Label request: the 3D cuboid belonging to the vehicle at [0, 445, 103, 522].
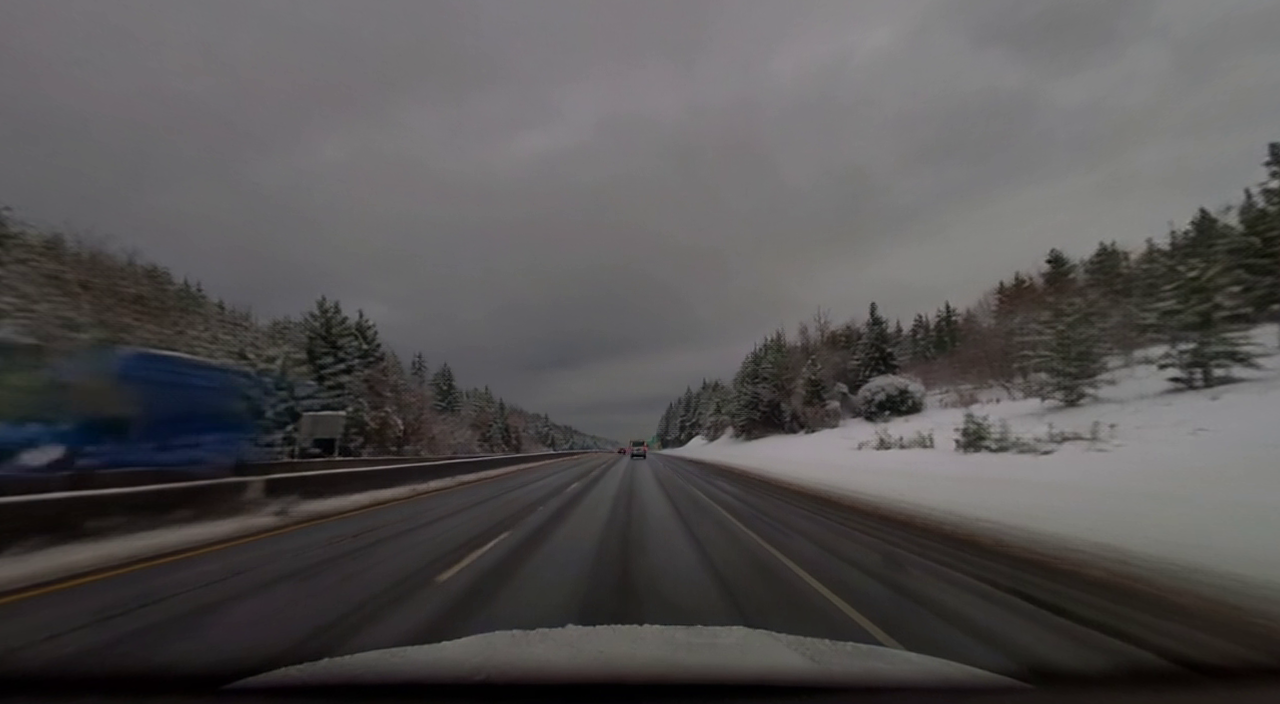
[{"bbox_3d":[-14.558,2.850,13.660,1.918,1.609,4.302,0,-8,0],"label":"vehicle"}]
